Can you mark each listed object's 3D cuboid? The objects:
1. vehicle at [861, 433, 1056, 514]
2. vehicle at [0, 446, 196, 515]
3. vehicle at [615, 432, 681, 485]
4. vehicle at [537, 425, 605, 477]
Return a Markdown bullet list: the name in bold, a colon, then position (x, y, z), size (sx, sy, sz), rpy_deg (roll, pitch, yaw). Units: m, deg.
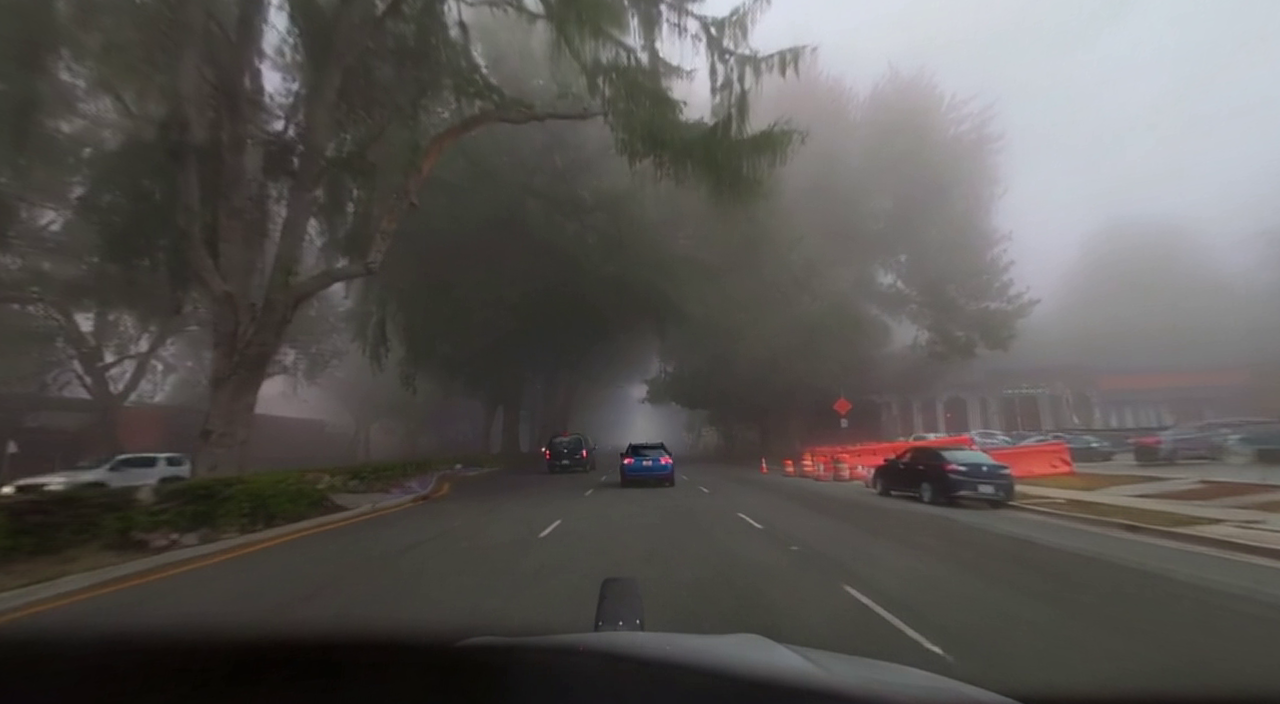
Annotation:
- **vehicle**: position (6.986, 2.708, 14.539), size (2.076, 1.535, 4.460), rpy_deg (0, -9, -1)
- **vehicle**: position (-15.513, 3.611, 18.357), size (1.898, 1.702, 4.456), rpy_deg (-1, -9, 0)
- **vehicle**: position (0.256, 3.839, 23.072), size (2.168, 1.725, 4.192), rpy_deg (-1, -9, 0)
- **vehicle**: position (-2.977, 4.467, 28.614), size (2.357, 2.063, 5.488), rpy_deg (-1, -9, 1)
